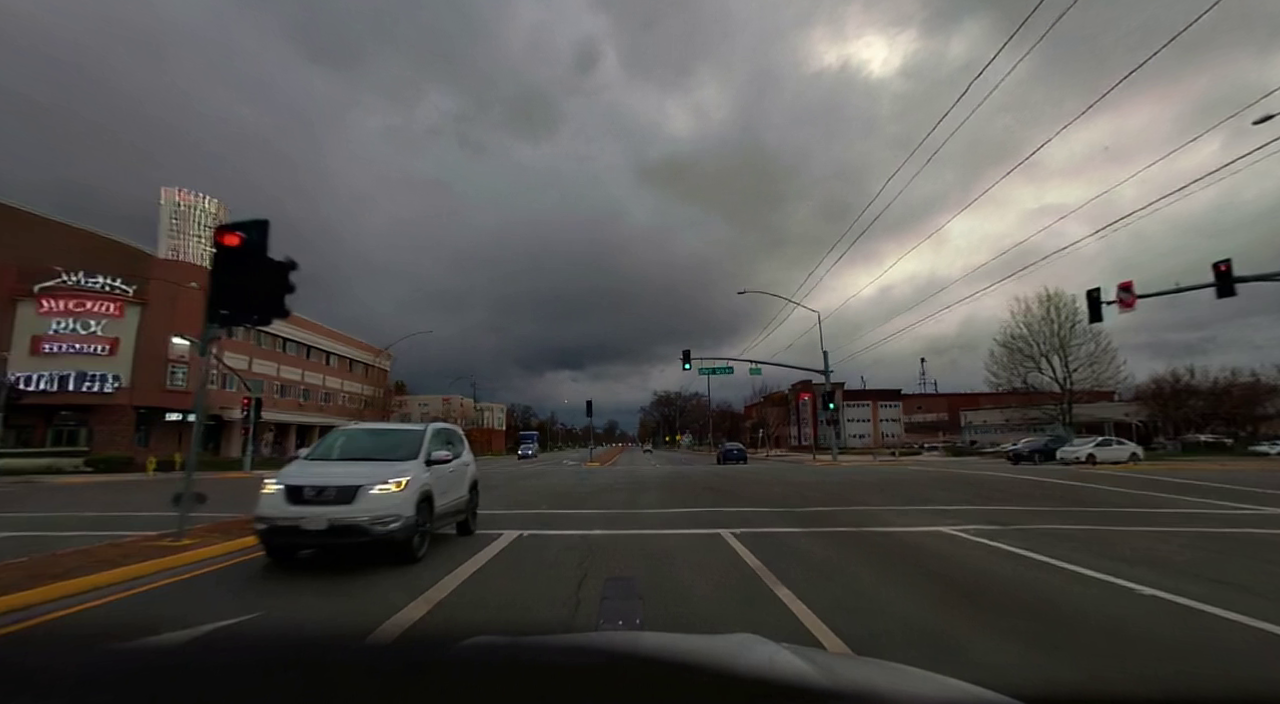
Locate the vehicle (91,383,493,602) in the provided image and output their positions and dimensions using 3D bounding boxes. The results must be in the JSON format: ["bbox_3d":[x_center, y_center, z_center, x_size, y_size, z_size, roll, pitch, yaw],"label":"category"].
[{"bbox_3d":[-3.440,1.526,7.753,2.087,1.789,4.988,0,-9,0],"label":"vehicle"}]

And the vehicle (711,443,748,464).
[{"bbox_3d":[6.443,7.417,46.082,1.916,1.437,4.327,0,-9,-2],"label":"vehicle"}]

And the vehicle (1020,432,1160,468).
[{"bbox_3d":[19.658,4.309,27.743,4.722,1.477,1.964,1,-9,-4],"label":"vehicle"}]
